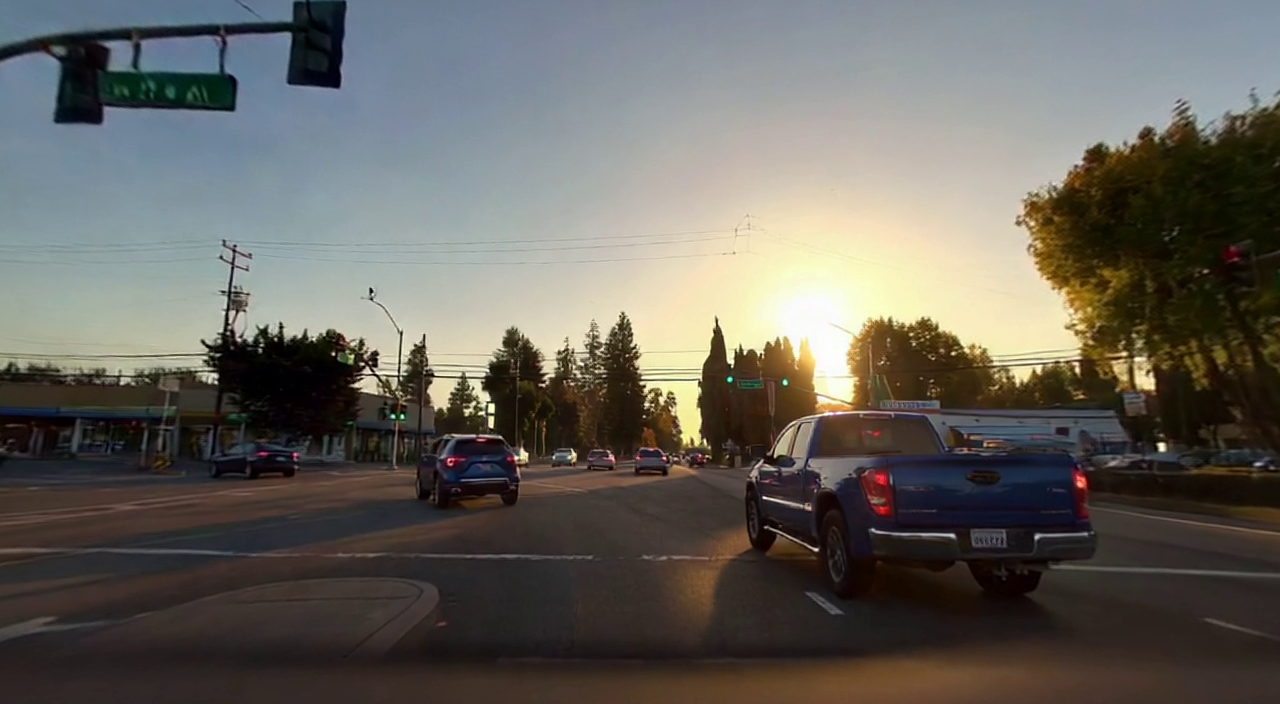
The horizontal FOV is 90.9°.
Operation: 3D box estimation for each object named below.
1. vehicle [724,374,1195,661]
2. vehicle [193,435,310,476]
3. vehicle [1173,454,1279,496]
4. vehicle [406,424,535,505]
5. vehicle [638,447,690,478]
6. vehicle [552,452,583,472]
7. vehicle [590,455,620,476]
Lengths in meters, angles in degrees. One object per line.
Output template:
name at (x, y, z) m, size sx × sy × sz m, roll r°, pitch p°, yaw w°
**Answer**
vehicle at (2.427, 1.444, 6.724) m, size 2.036 × 1.818 × 5.192 m, roll 0°, pitch -9°, yaw -3°
vehicle at (-17.435, 4.641, 28.295) m, size 4.498 × 1.725 × 1.921 m, roll -3°, pitch -9°, yaw 18°
vehicle at (23.026, 4.547, 23.525) m, size 4.426 × 1.455 × 1.980 m, roll 0°, pitch -9°, yaw -1°
vehicle at (-4.810, 3.014, 17.317) m, size 2.141 × 1.842 × 4.889 m, roll 5°, pitch -10°, yaw -30°
vehicle at (1.352, 6.574, 37.721) m, size 1.977 × 1.726 × 4.721 m, roll 2°, pitch -9°, yaw -12°
vehicle at (-5.615, 8.499, 49.040) m, size 1.856 × 1.448 × 4.455 m, roll 0°, pitch -9°, yaw 1°
vehicle at (-2.336, 7.482, 41.809) m, size 1.898 × 1.281 × 4.013 m, roll 0°, pitch -9°, yaw -3°
